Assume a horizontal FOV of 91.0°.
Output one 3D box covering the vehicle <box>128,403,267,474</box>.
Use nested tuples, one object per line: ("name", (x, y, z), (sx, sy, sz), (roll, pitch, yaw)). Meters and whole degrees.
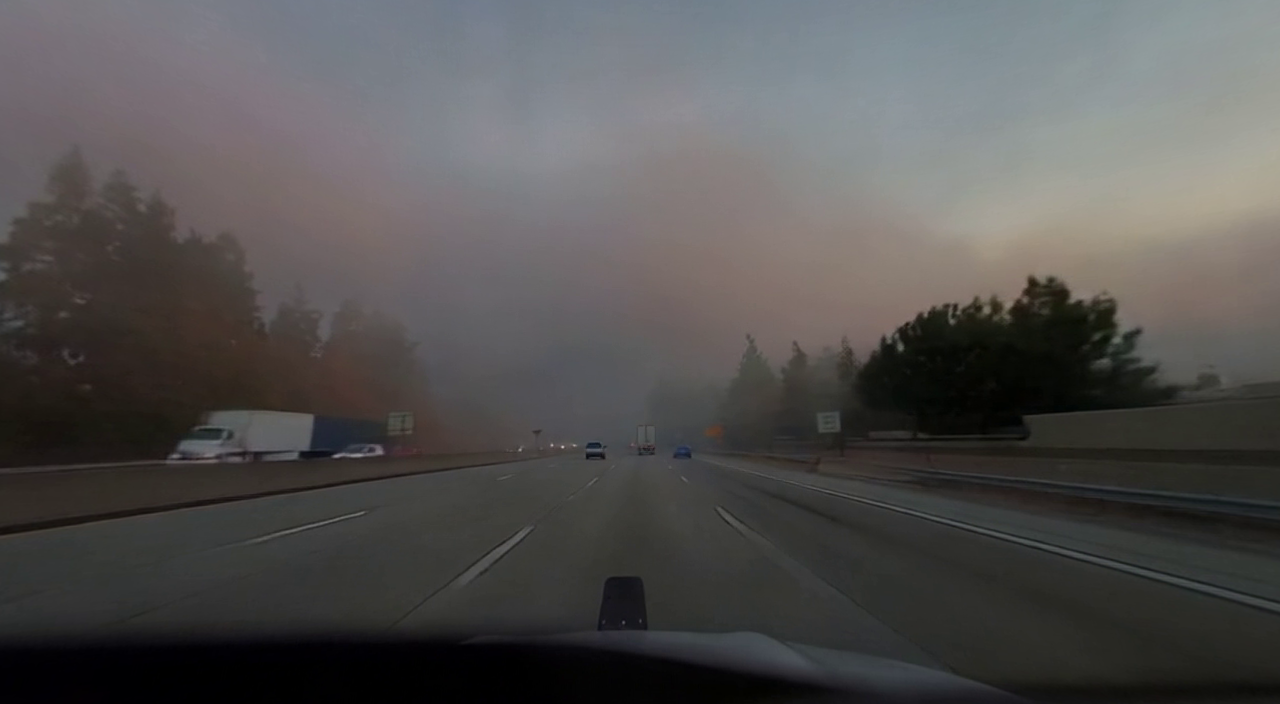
("vehicle", (-23.669, 4.695, 34.142), (2.990, 3.503, 6.029), (0, -8, 0))

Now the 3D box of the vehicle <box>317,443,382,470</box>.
("vehicle", (-15.641, 5.632, 34.073), (1.777, 1.373, 3.547), (0, -8, 0))
